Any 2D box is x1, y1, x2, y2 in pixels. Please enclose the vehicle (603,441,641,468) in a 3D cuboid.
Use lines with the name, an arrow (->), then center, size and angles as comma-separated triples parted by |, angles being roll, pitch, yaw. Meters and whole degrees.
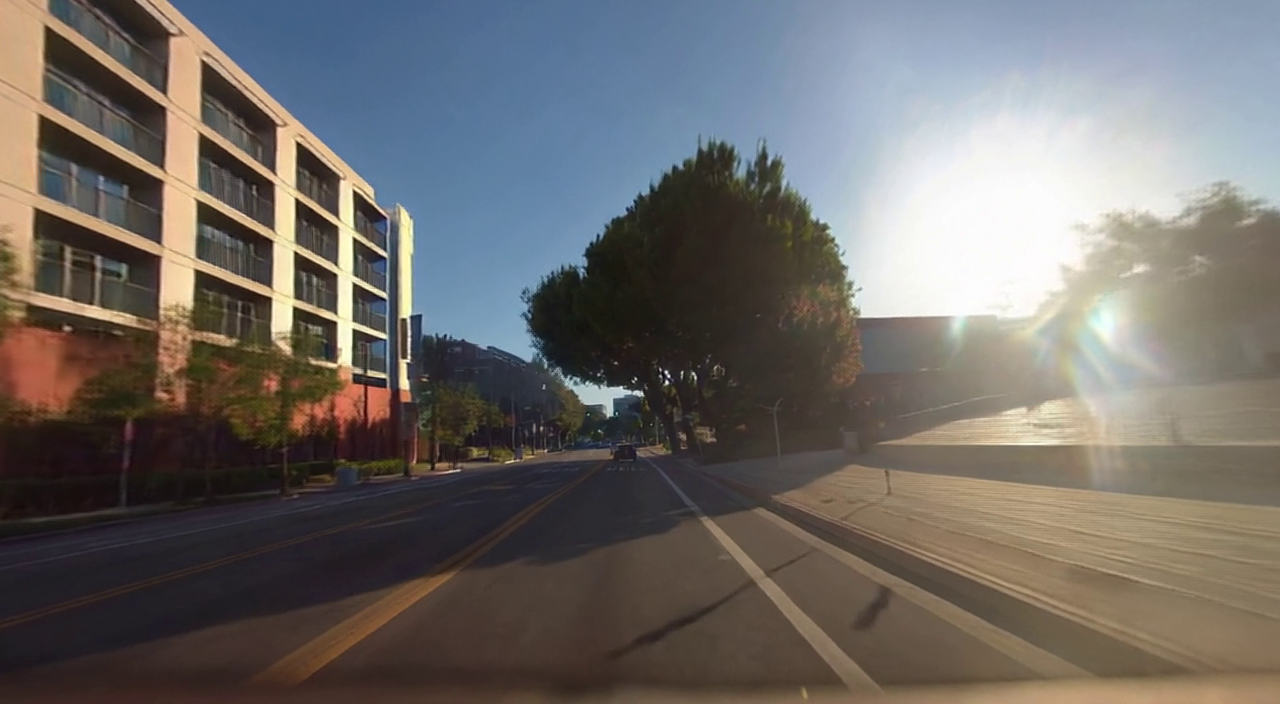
vehicle -> -1.118, 6.101, 37.856 | 2.131, 1.474, 4.146 | 0, -8, -3
